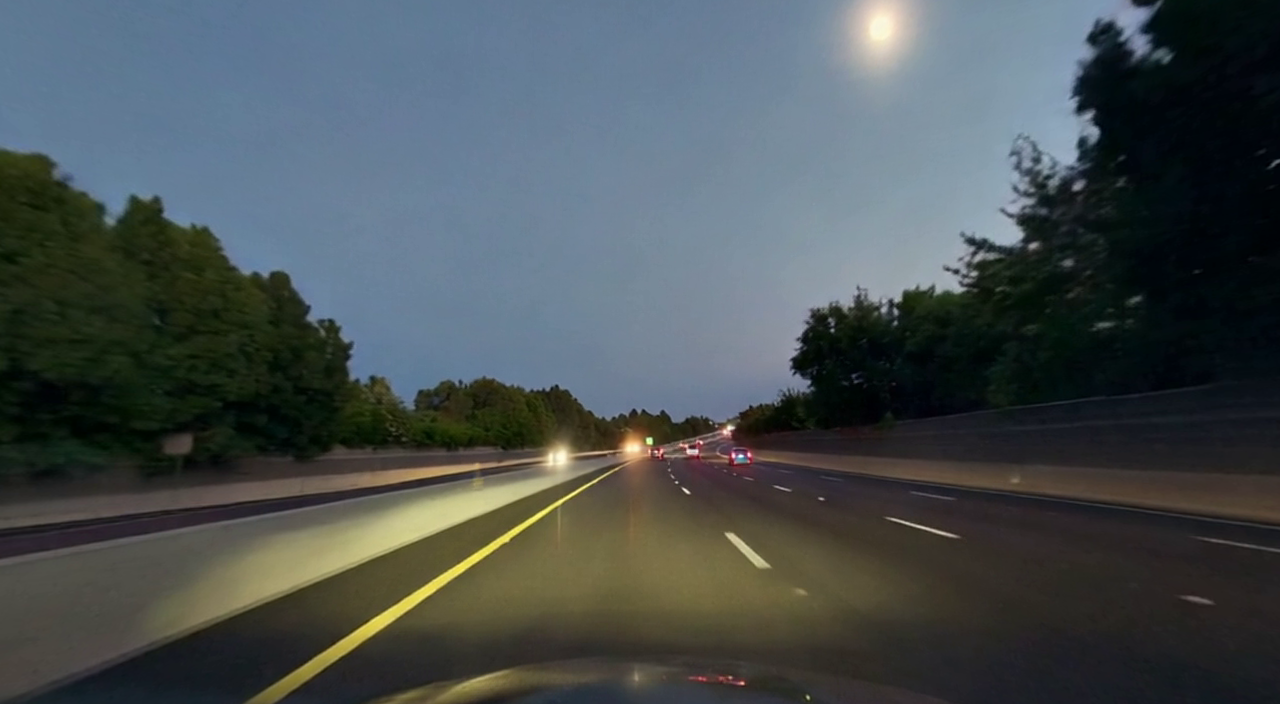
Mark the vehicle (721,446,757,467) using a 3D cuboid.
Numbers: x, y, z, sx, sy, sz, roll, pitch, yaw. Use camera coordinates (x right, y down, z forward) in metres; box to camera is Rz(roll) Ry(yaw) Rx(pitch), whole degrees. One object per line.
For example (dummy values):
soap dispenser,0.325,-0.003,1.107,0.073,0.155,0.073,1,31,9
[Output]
vehicle,7.794,8.285,49.833,2.175,1.574,3.943,0,-9,0
